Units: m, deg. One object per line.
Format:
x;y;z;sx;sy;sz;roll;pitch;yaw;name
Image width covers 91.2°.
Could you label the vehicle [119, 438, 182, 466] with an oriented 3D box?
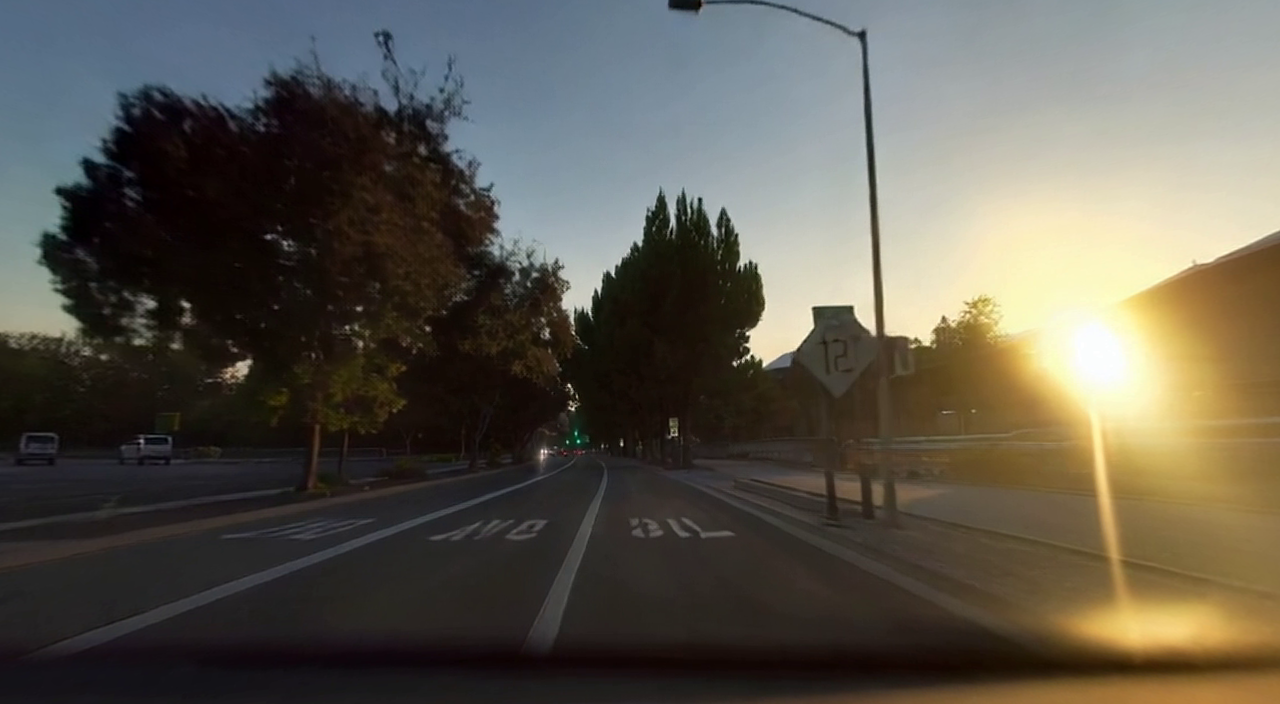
-28.326;5.803;36.220;3.733;1.499;1.704;-7;-11;34;vehicle
